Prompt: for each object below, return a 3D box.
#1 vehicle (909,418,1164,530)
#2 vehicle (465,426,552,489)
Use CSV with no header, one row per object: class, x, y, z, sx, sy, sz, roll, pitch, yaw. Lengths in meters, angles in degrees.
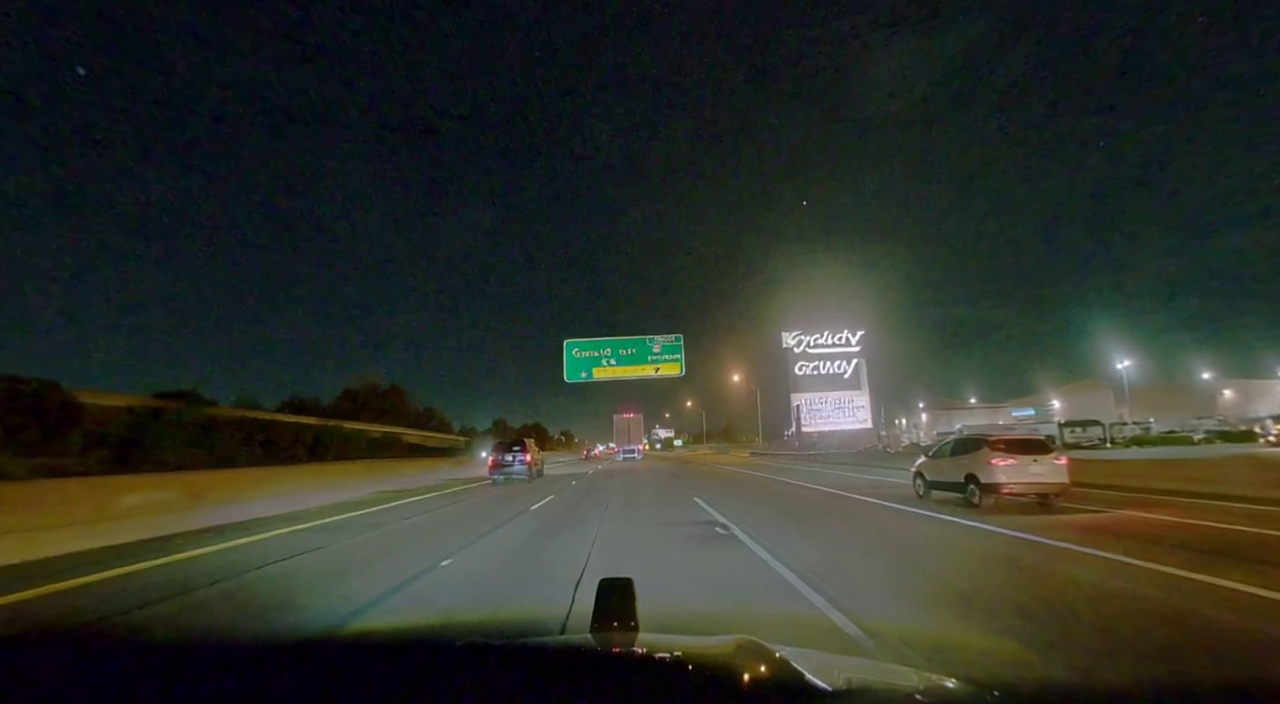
vehicle,6.949,2.175,11.768,1.928,1.686,4.182,0,-8,-1
vehicle,-4.415,3.622,22.042,2.095,1.930,4.680,0,-8,-1
